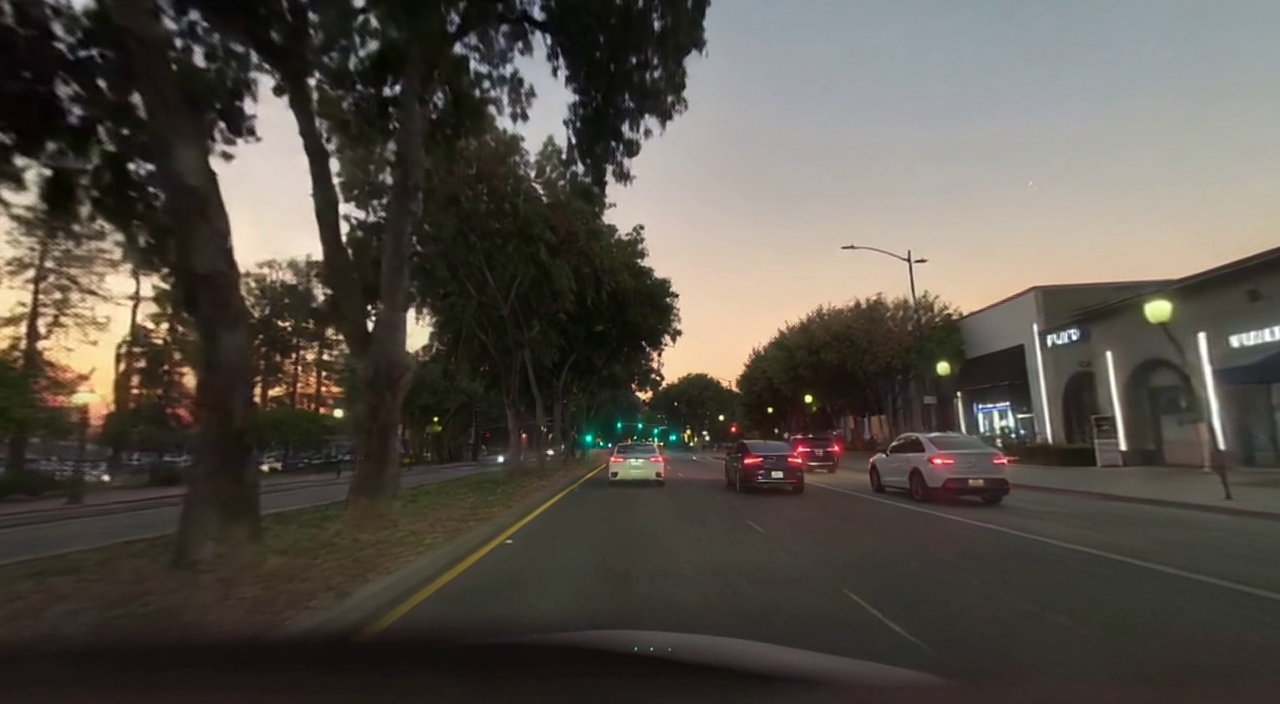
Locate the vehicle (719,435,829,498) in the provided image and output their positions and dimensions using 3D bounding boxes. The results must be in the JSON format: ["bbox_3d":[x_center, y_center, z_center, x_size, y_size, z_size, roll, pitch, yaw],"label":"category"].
[{"bbox_3d":[3.461,3.045,17.194,1.993,1.477,4.240,0,-8,-1],"label":"vehicle"}]

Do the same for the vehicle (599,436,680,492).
[{"bbox_3d":[-0.037,3.237,18.585,2.101,1.444,4.248,0,-8,-1],"label":"vehicle"}]

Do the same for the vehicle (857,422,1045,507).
[{"bbox_3d":[7.226,2.671,15.433,2.052,1.708,4.842,0,-8,-1],"label":"vehicle"}]
